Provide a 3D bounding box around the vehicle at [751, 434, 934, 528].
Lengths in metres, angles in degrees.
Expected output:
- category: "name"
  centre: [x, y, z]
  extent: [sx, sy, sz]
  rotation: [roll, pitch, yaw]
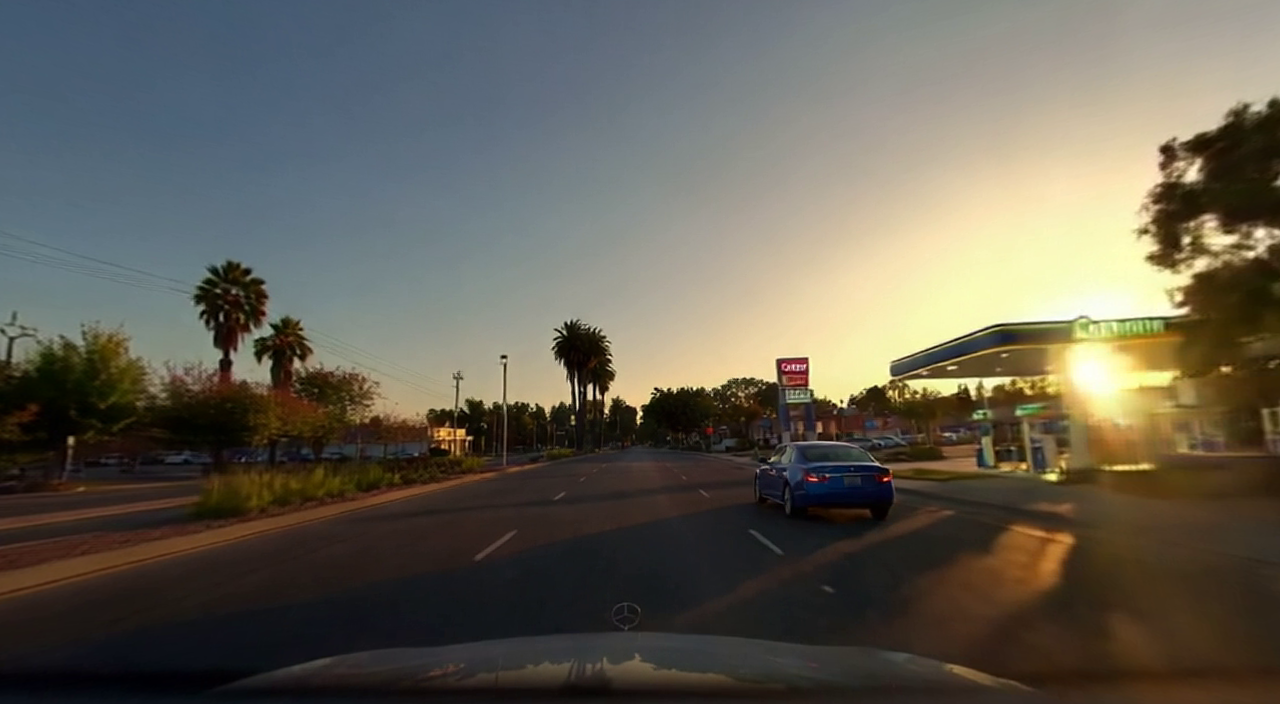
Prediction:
- category: "vehicle"
  centre: [3.508, 2.307, 11.933]
  extent: [1.978, 1.442, 4.262]
  rotation: [0, -8, -1]
